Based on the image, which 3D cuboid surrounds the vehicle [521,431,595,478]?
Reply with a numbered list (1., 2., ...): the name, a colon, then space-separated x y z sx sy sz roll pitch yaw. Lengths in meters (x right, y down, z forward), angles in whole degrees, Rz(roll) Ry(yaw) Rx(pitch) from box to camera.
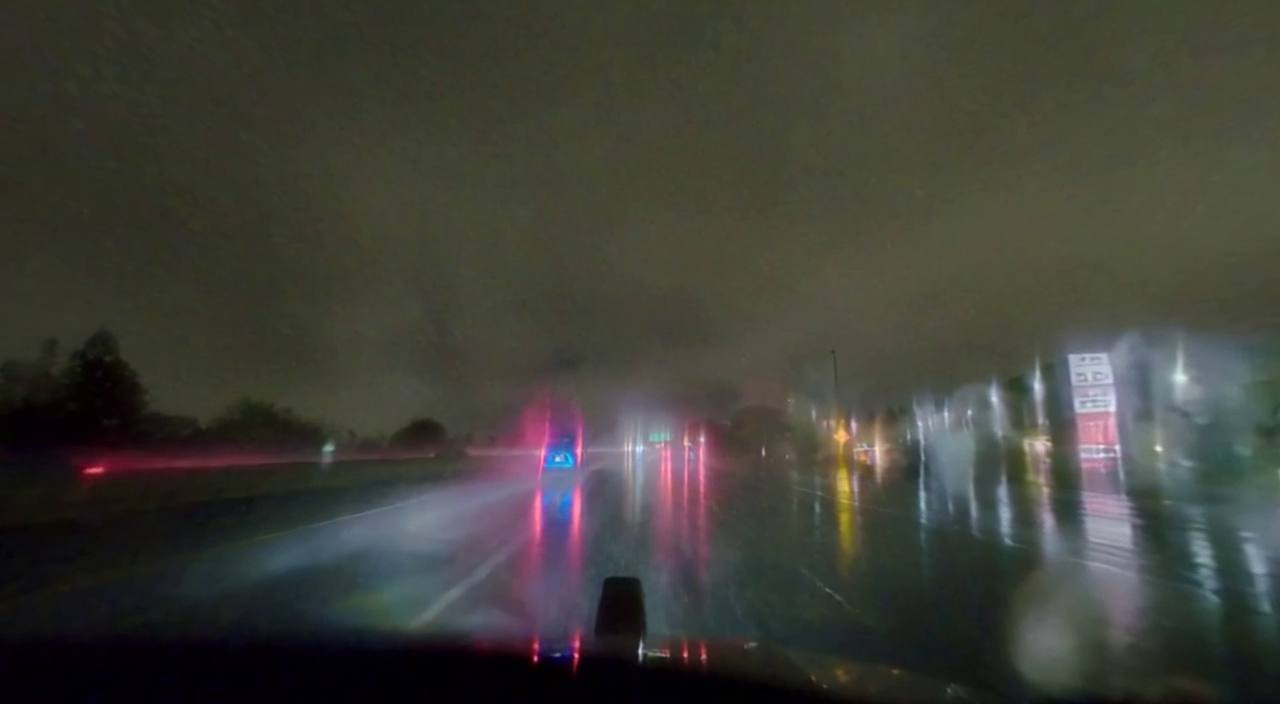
1. vehicle: -3.622 4.688 29.109 2.431 1.928 5.760 0 -9 2
